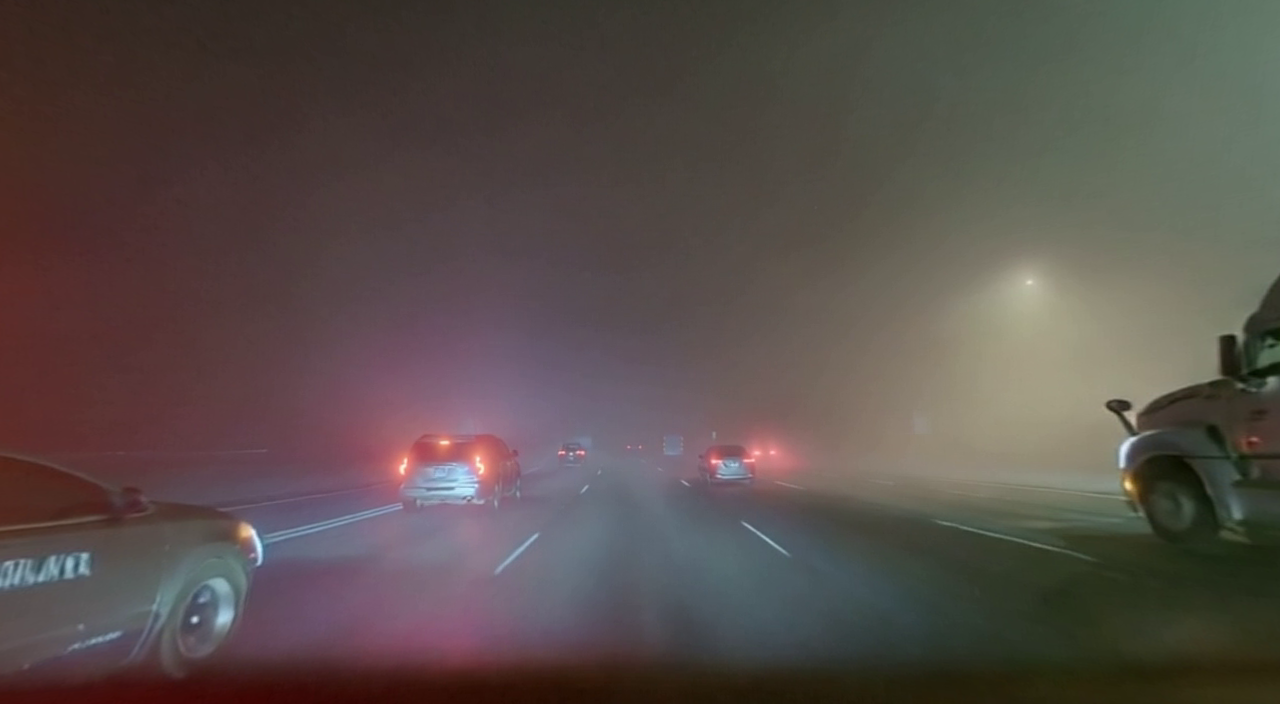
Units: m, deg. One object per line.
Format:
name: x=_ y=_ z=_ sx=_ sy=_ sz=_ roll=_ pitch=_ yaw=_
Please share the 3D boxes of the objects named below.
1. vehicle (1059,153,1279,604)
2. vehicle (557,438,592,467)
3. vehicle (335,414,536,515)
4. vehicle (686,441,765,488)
vehicle: x=7.240 y=-0.267 z=2.140 sx=3.548 sy=3.827 sz=11.870 roll=0 pitch=-9 yaw=1
vehicle: x=-4.479 y=6.913 z=43.608 sx=2.149 sy=1.843 sz=4.348 roll=1 pitch=-9 yaw=-3
vehicle: x=-4.251 y=2.517 z=14.619 sx=2.684 sy=1.839 sz=5.803 roll=0 pitch=-9 yaw=0
vehicle: x=2.956 y=4.023 z=22.872 sx=2.053 sy=1.510 sz=4.400 roll=0 pitch=-9 yaw=-3
